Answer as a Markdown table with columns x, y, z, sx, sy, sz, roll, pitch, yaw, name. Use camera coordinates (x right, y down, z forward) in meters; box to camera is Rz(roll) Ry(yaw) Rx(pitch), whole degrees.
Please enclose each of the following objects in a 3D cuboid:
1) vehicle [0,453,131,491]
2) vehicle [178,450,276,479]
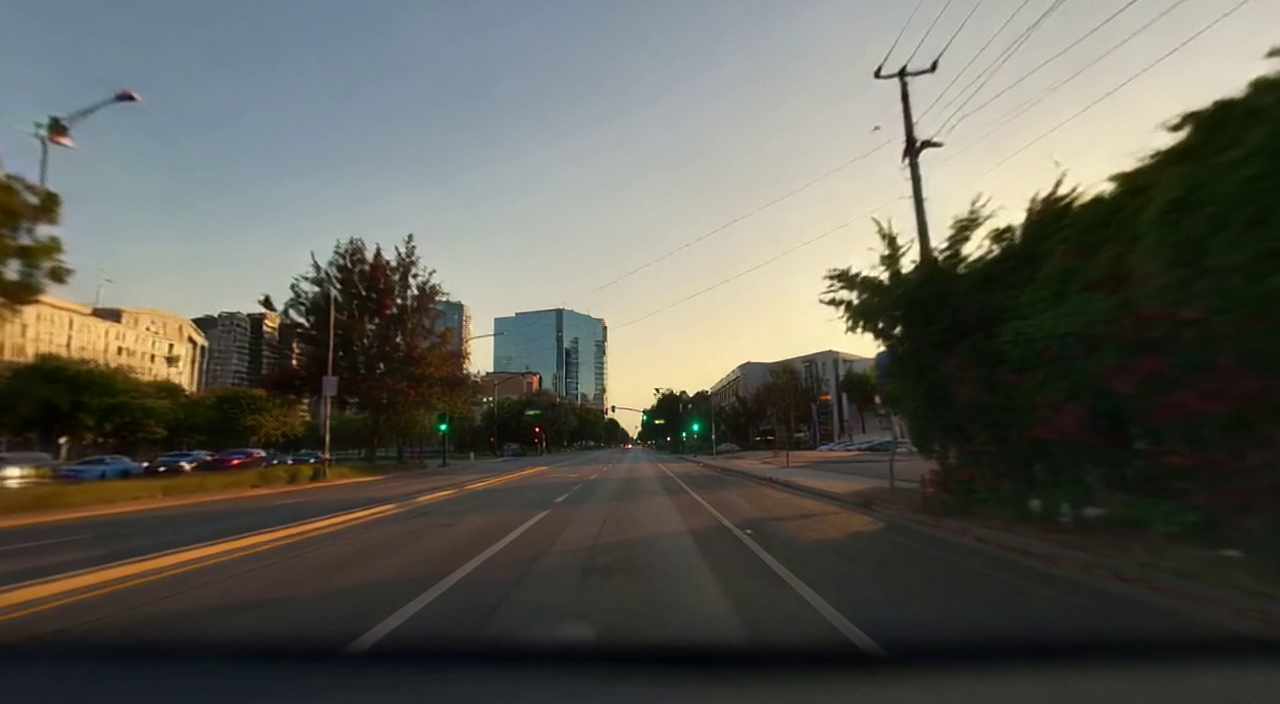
| x | y | z | sx | sy | sz | roll | pitch | yaw | name |
| --- | --- | --- | --- | --- | --- | --- | --- | --- | --- |
| -24.712 | 5.115 | 27.059 | 4.166 | 1.517 | 1.887 | 0 | -8 | 3 | vehicle |
| -24.612 | 6.692 | 37.809 | 4.377 | 1.668 | 1.977 | 1 | -8 | -6 | vehicle |
